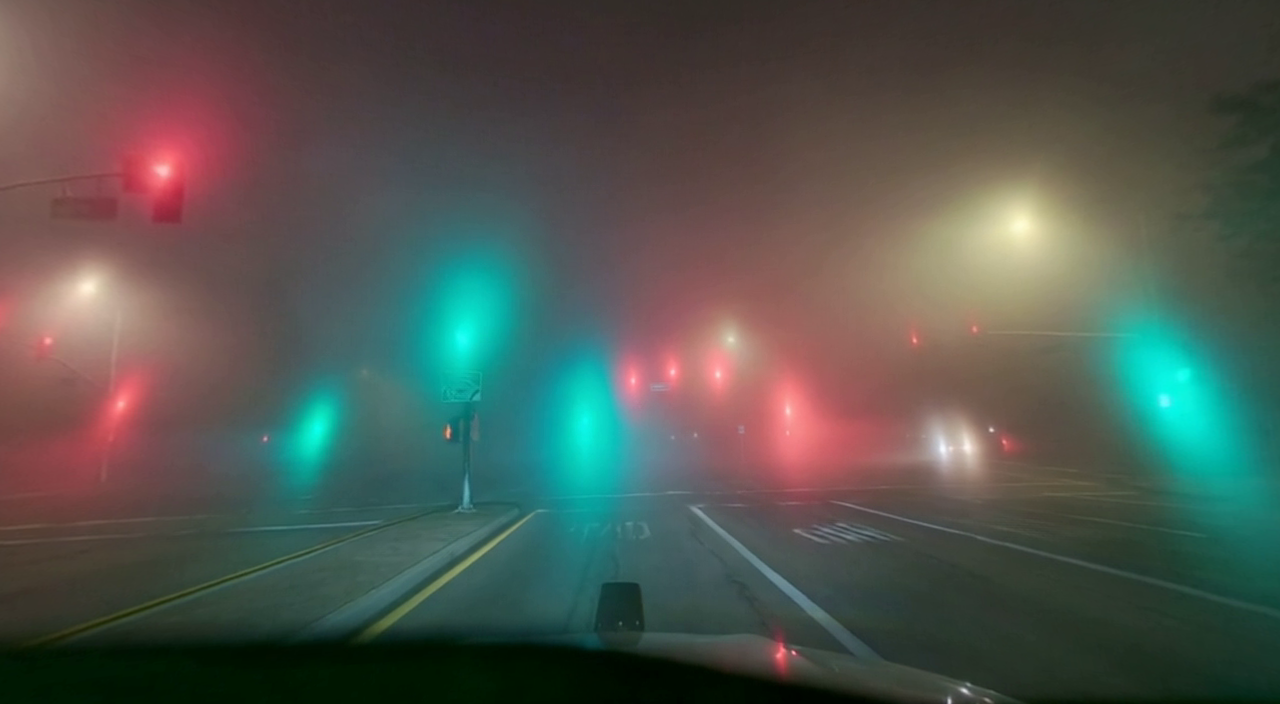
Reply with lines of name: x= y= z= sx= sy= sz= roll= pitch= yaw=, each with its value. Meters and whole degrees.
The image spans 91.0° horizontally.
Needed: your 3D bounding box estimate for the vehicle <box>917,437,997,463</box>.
vehicle: x=21.191 y=6.543 z=42.106 sx=4.769 sy=1.634 sz=1.884 roll=3 pitch=-9 yaw=-20
